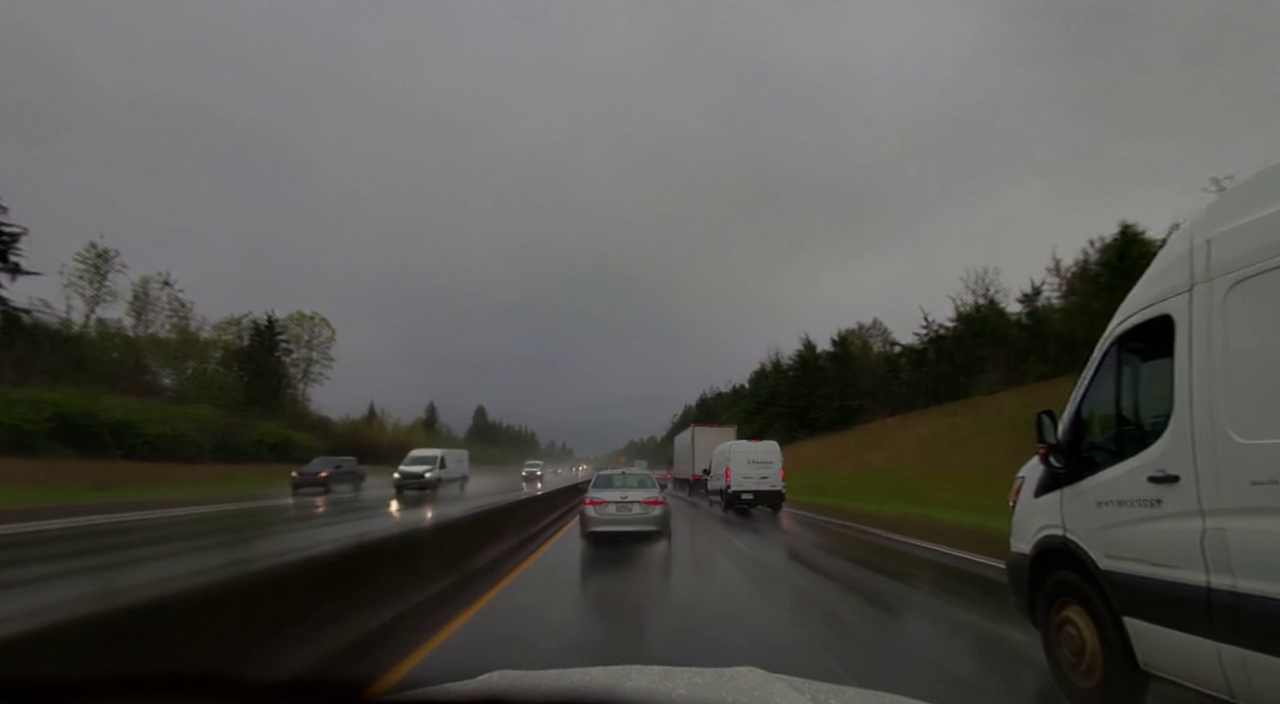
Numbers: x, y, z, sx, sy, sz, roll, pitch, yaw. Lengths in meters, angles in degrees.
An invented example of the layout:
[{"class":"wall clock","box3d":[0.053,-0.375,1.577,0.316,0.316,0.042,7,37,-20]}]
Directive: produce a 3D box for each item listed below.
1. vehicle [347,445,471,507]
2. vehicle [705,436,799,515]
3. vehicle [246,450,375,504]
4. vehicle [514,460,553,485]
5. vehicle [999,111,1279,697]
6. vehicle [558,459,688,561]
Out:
[{"class":"vehicle","box3d":[-6.830,3.769,19.243,2.069,1.628,4.479,1,-11,0]},{"class":"vehicle","box3d":[3.950,4.549,23.402,2.328,2.537,5.290,1,-11,-2]},{"class":"vehicle","box3d":[-10.337,3.972,20.170,1.872,1.510,4.266,1,-11,-1]},{"class":"vehicle","box3d":[-7.286,8.341,43.479,2.012,1.601,4.042,1,-11,-1]},{"class":"vehicle","box3d":[5.571,0.031,2.418,2.890,3.726,9.269,1,-11,0]},{"class":"vehicle","box3d":[-0.278,2.733,11.351,1.980,1.493,3.410,1,-11,-1]}]
